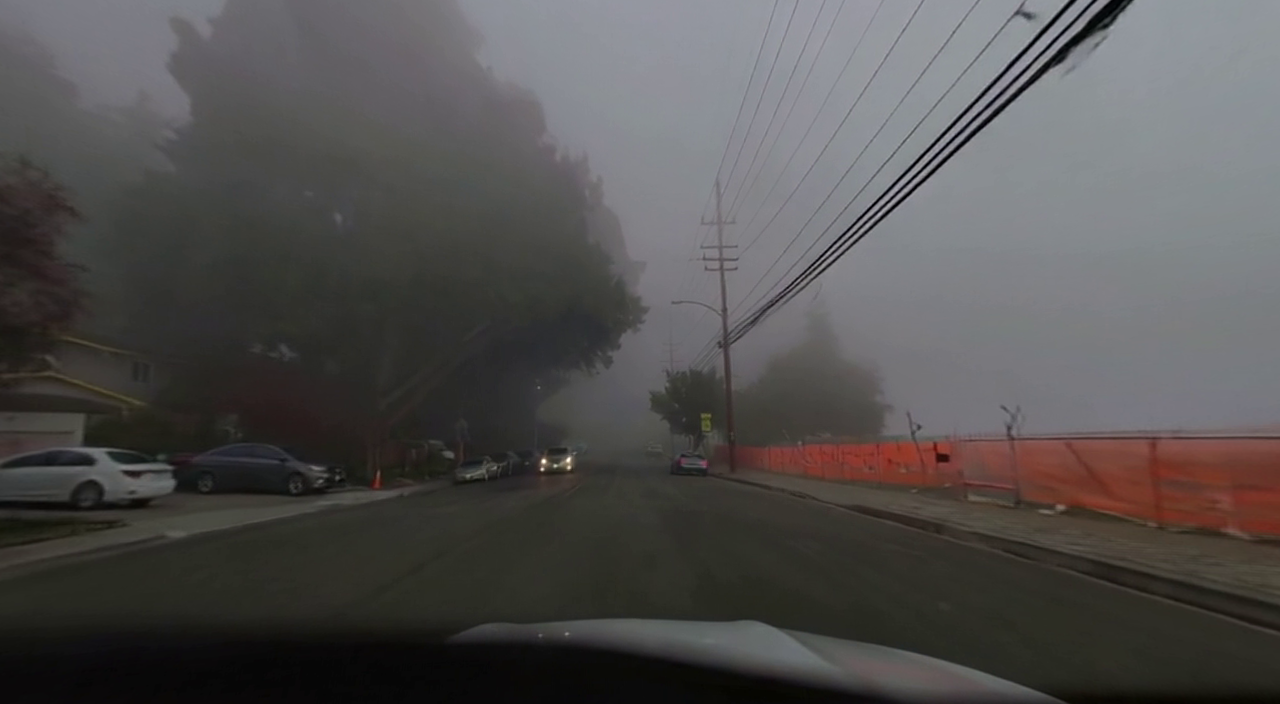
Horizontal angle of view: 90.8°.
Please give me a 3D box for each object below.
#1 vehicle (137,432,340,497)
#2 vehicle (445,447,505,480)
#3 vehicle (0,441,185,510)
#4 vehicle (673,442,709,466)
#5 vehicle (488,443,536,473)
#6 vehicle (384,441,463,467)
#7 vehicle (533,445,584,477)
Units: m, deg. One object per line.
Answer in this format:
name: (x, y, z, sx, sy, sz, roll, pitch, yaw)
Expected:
vehicle: (-12.337, 3.489, 19.742, 4.780, 1.867, 2.108, 1, -9, -3)
vehicle: (-8.299, 5.649, 32.216, 2.041, 1.480, 4.474, -2, -9, -2)
vehicle: (-13.817, 2.929, 15.271, 4.268, 1.496, 1.844, 5, -10, -29)
vehicle: (3.357, 6.807, 42.191, 1.902, 1.542, 4.099, 0, -9, -2)
vehicle: (-8.174, 6.809, 40.790, 2.055, 1.806, 4.540, -1, -9, 2)
vehicle: (-15.415, 7.293, 45.171, 4.833, 1.831, 2.066, 0, -9, -1)
vehicle: (-4.319, 5.817, 34.076, 2.068, 1.543, 4.523, -2, -9, 1)
